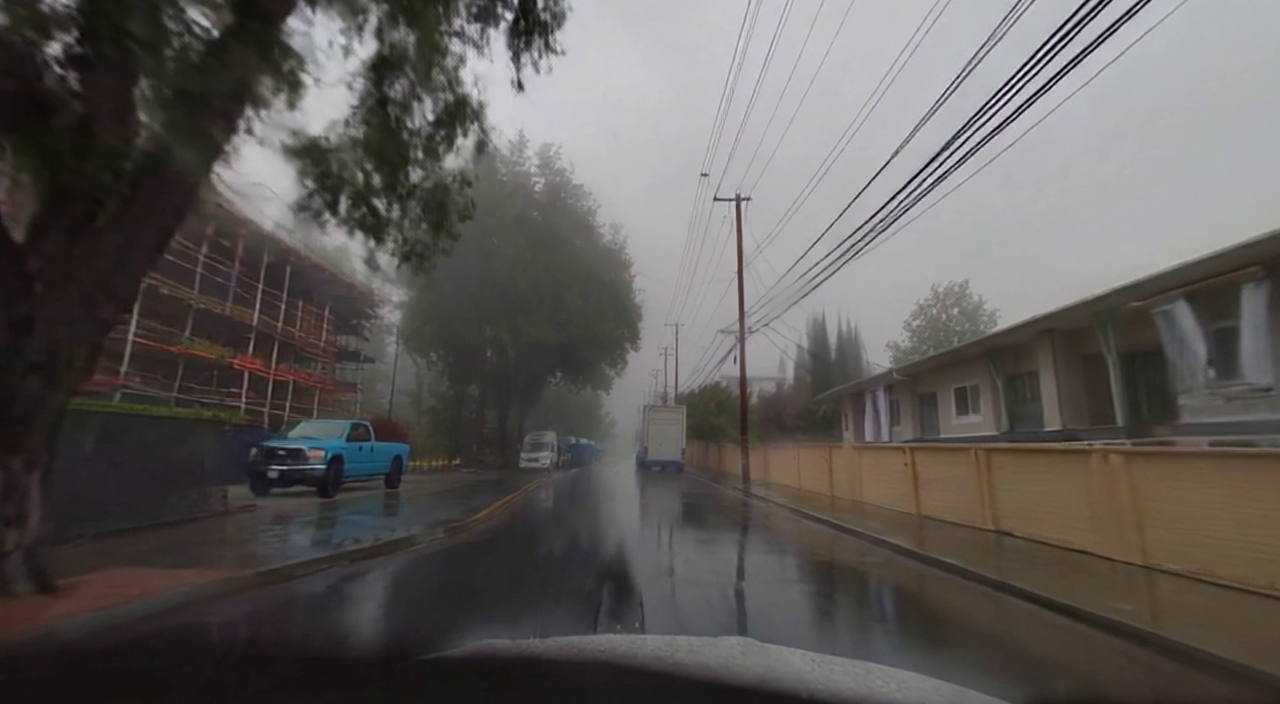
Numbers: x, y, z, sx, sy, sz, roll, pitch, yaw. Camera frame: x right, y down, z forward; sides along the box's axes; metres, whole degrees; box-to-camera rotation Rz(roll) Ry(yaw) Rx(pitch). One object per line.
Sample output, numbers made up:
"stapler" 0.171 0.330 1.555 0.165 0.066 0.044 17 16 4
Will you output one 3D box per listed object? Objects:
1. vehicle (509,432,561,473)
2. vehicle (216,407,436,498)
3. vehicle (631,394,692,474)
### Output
"vehicle" -5.951 5.693 36.198 2.171 1.910 4.789 -1 -5 1
"vehicle" -7.575 2.547 16.142 2.238 1.895 5.648 -1 -9 6
"vehicle" 1.133 5.107 36.993 2.915 3.793 9.963 3 -11 1
